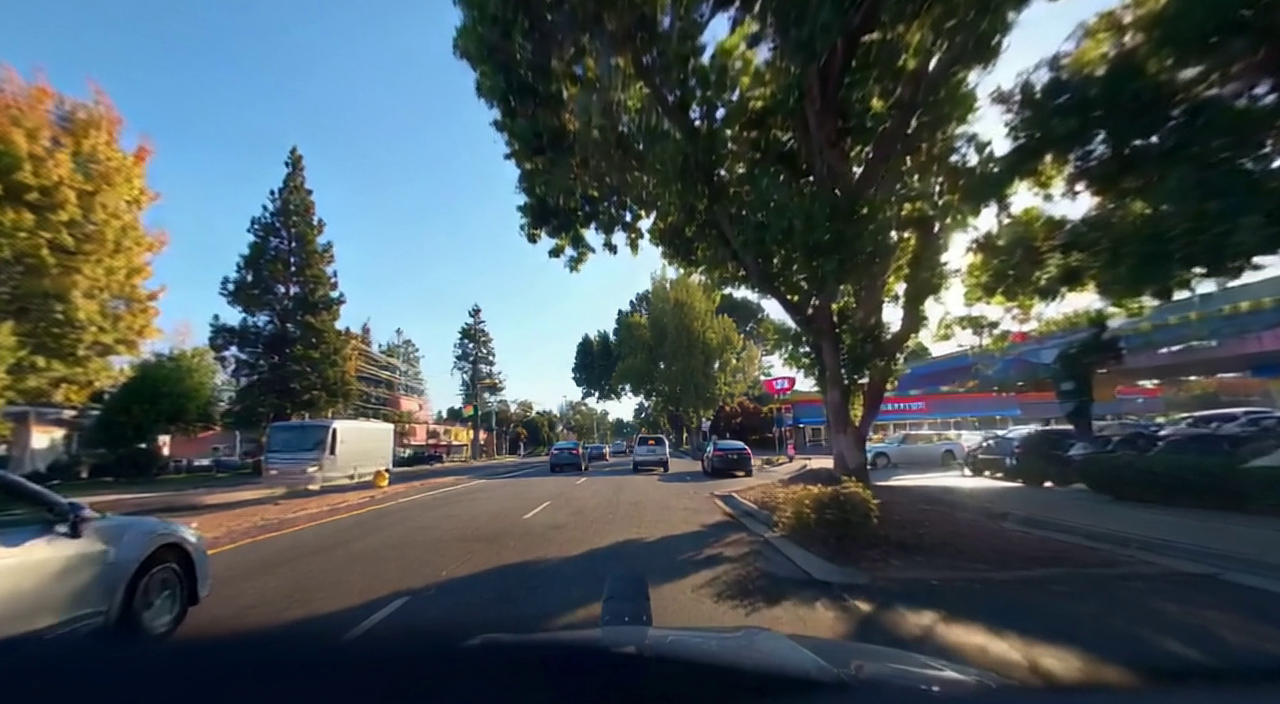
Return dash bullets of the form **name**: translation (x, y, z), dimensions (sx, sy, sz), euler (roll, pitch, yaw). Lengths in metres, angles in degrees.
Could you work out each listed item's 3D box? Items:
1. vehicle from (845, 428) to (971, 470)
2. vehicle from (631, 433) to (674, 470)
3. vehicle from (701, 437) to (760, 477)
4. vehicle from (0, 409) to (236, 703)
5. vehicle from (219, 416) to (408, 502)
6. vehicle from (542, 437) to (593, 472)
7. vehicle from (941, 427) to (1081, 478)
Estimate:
- **vehicle**: translation (11.725, 4.227, 27.625), dimensions (4.808, 1.712, 2.061), euler (-4, -10, 29)
- **vehicle**: translation (0.625, 5.304, 33.754), dimensions (2.193, 1.873, 4.033), euler (0, -8, 0)
- **vehicle**: translation (3.788, 4.446, 26.947), dimensions (1.922, 1.579, 3.642), euler (0, -8, -1)
- **vehicle**: translation (-4.008, 0.940, 2.479), dimensions (1.908, 1.481, 4.351), euler (0, -8, 0)
- **vehicle**: translation (-9.134, 3.059, 18.502), dimensions (2.328, 2.093, 5.956), euler (0, -8, 0)
- **vehicle**: translation (-3.620, 5.231, 32.303), dimensions (2.026, 1.665, 4.193), euler (0, -8, 1)
- **vehicle**: translation (11.991, 3.297, 20.822), dimensions (1.959, 1.472, 4.473), euler (0, -8, 1)
